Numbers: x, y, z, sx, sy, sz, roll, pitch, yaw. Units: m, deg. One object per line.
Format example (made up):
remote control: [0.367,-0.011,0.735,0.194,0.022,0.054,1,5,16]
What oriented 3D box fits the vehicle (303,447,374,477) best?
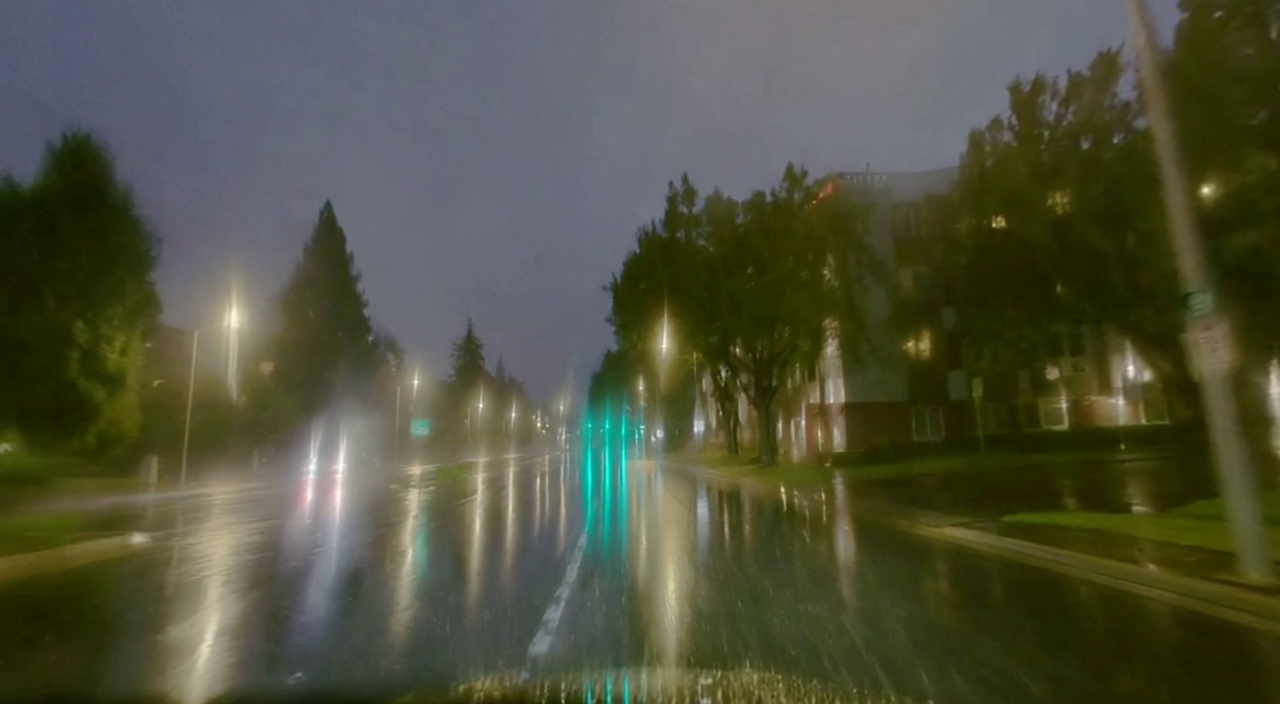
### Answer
vehicle: [-18.004,6.590,37.936,2.154,1.648,4.555,0,-8,-2]
